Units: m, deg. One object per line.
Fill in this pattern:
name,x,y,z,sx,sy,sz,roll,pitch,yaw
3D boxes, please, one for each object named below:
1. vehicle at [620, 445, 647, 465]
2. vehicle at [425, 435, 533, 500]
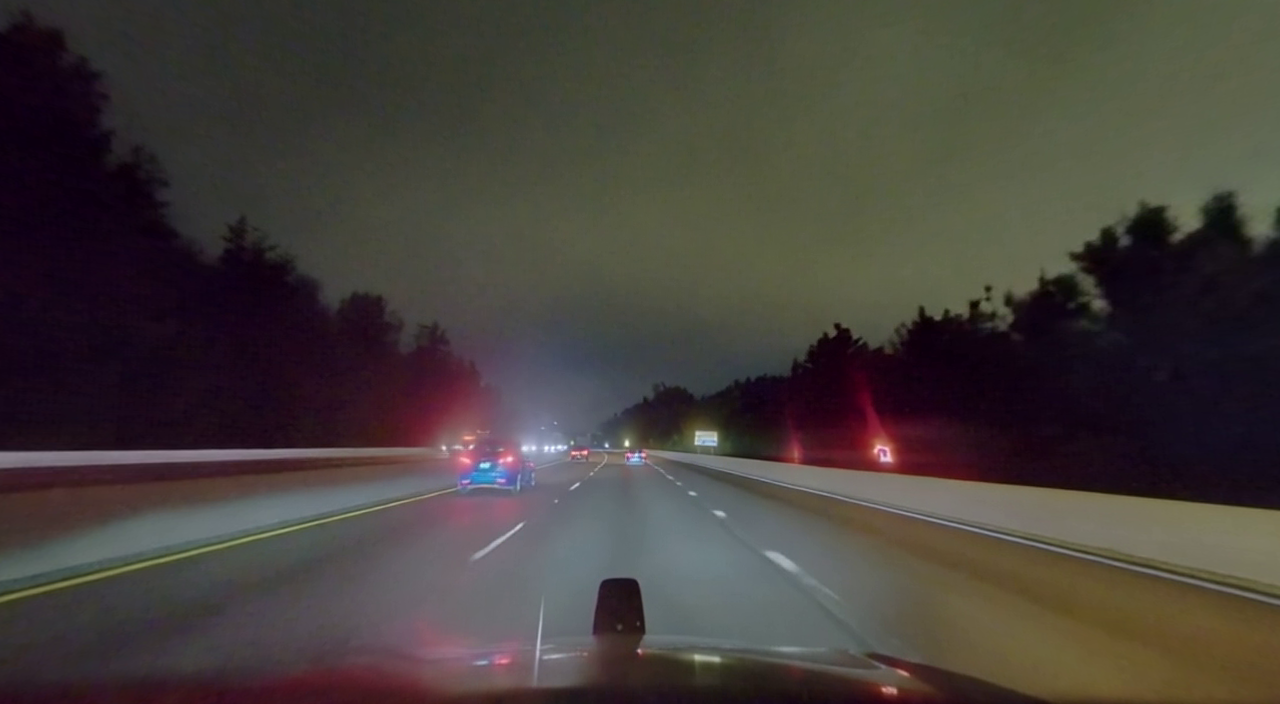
vehicle,-0.549,8.090,49.584,2.008,1.499,3.192,0,-9,-3
vehicle,-4.537,3.305,18.480,2.088,1.675,4.108,0,-9,-1
